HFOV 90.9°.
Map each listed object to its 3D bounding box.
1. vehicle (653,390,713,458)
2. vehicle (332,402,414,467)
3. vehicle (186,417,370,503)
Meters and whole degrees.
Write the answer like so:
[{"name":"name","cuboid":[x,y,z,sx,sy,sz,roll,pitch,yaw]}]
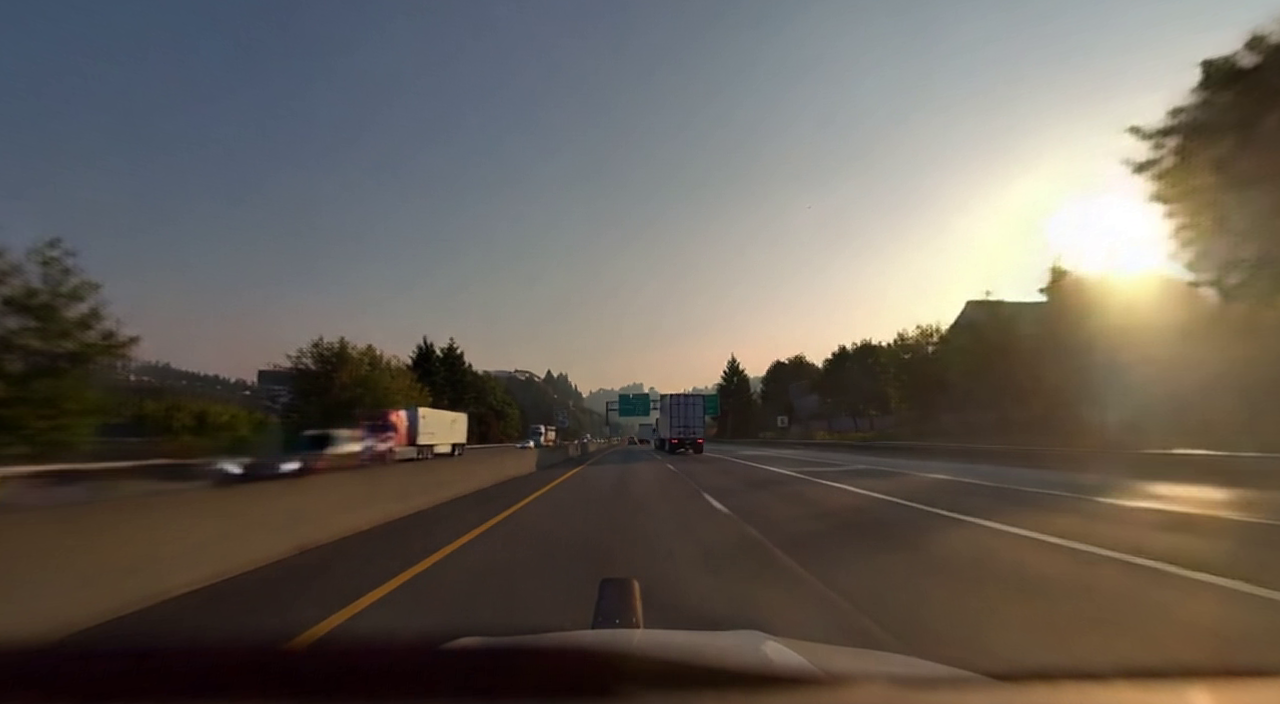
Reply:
[{"name":"vehicle","cuboid":[2.685,5.205,44.386,2.954,3.995,13.335,0,-8,-1]},{"name":"vehicle","cuboid":[-17.656,5.511,42.202,2.817,3.985,5.911,0,-8,0]},{"name":"vehicle","cuboid":[-9.506,2.856,17.196,2.268,1.975,4.713,0,-8,-1]}]
